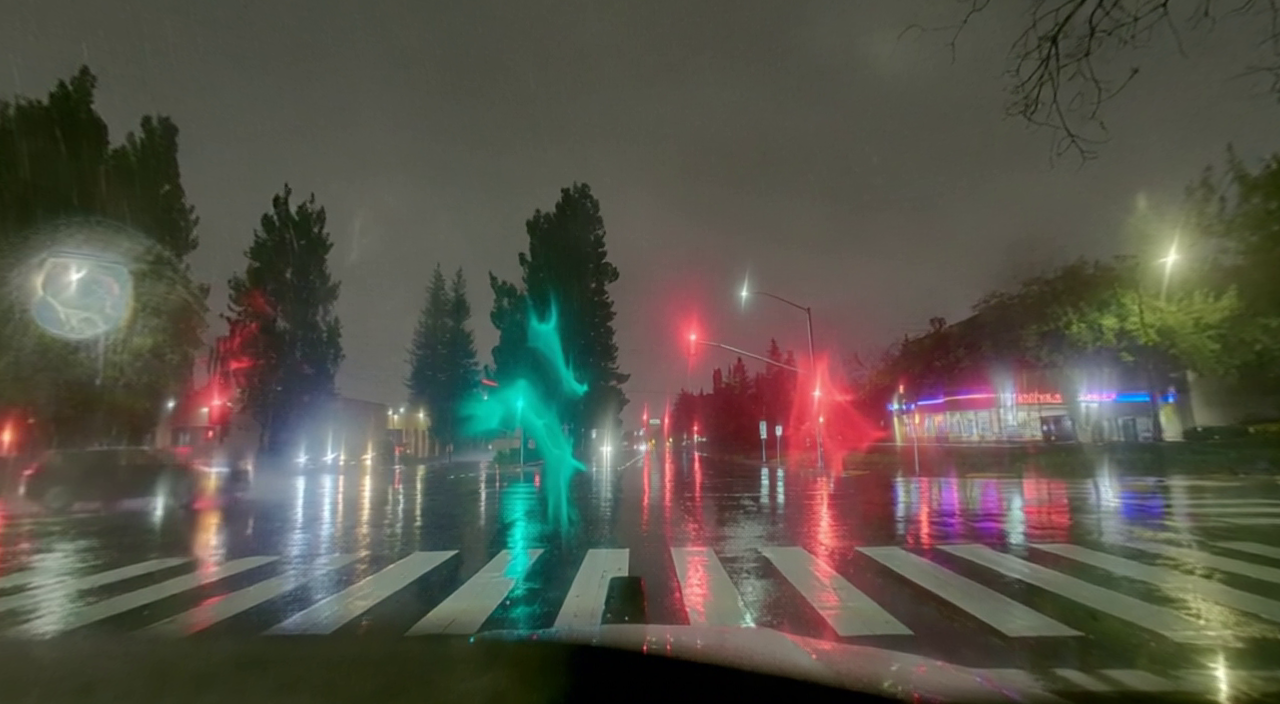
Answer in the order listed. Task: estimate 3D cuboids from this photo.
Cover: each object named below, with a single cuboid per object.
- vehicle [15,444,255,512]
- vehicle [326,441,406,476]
[{"bbox_3d":[-13.588,3.377,17.390,4.569,1.658,2.153,2,-9,-18],"label":"vehicle"},{"bbox_3d":[-14.859,5.802,34.519,2.169,1.753,4.640,0,-8,1],"label":"vehicle"}]
